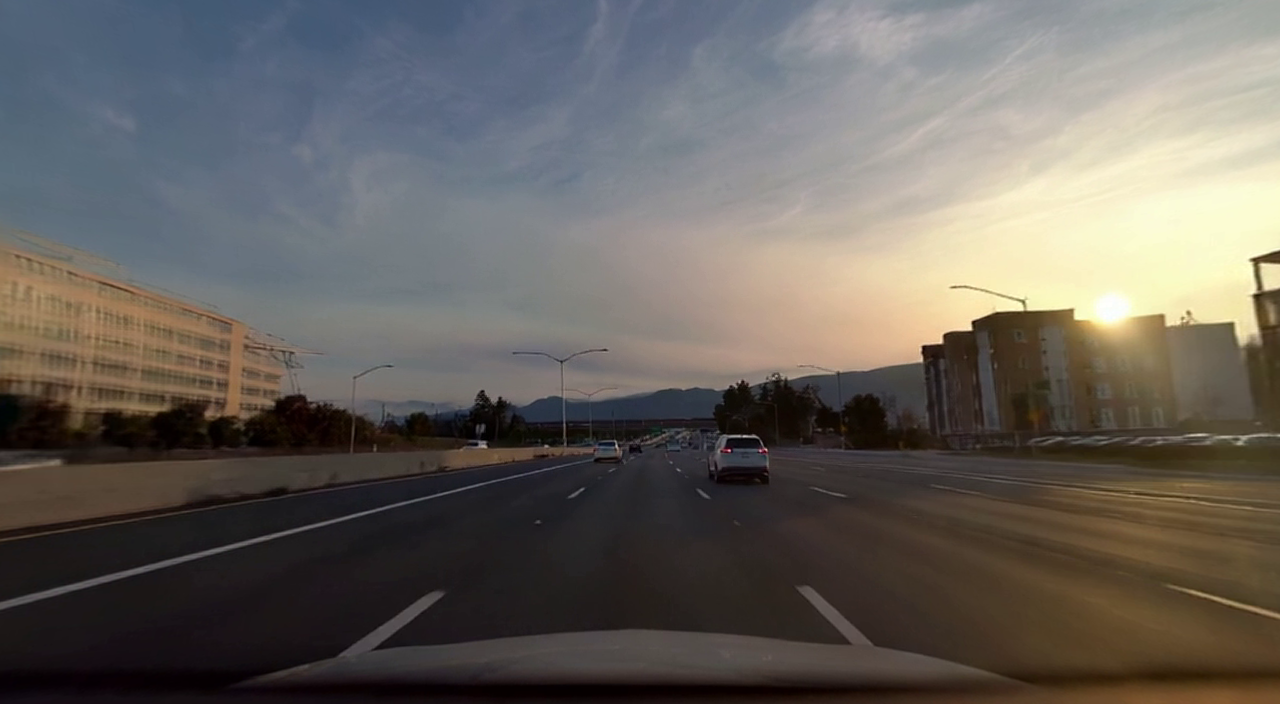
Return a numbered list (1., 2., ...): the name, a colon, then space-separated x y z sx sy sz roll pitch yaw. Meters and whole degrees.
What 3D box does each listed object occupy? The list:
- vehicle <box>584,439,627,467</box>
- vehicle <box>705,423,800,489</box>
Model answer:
1. vehicle: -1.967 5.920 37.201 2.080 1.542 4.718 -1 -8 2
2. vehicle: 3.445 3.300 20.351 2.148 1.852 4.835 0 -8 0
